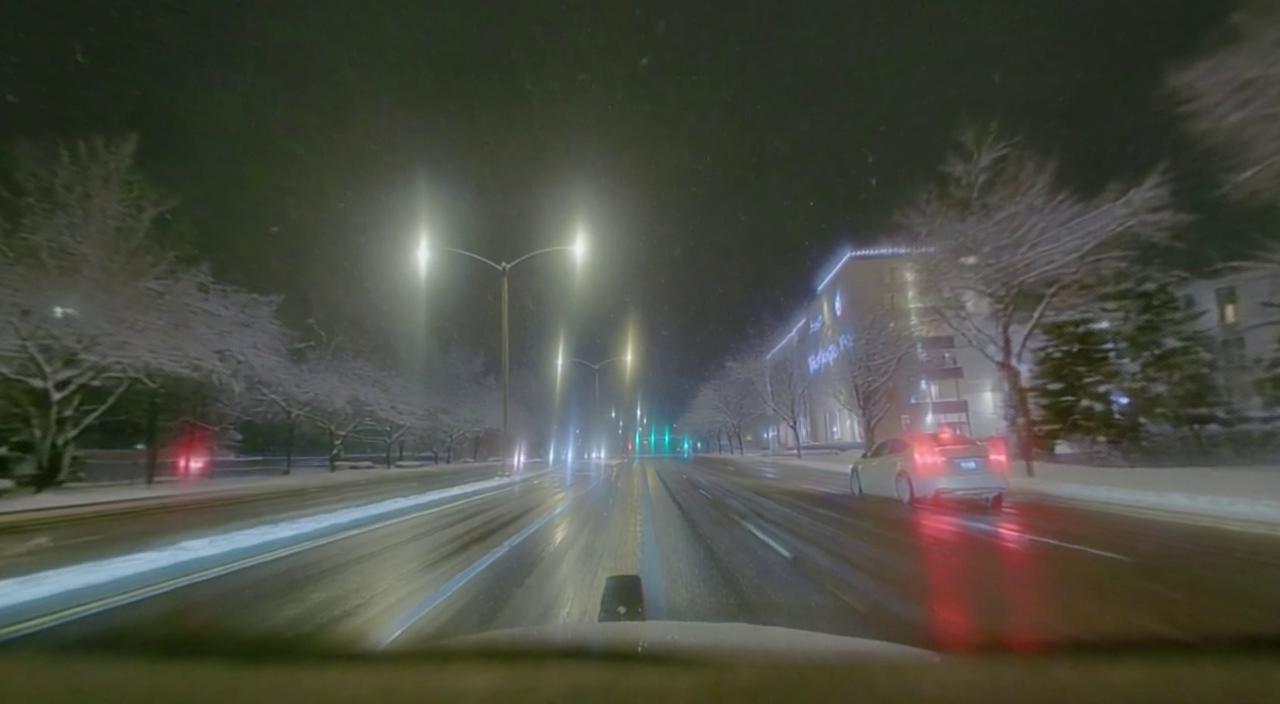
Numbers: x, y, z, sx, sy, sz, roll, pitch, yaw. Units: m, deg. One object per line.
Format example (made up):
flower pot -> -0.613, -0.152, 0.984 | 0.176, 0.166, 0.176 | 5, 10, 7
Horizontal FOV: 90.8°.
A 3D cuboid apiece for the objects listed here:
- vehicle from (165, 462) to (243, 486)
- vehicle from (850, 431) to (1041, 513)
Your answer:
vehicle -> -32.752, 9.124, 47.534 | 1.990, 1.595, 4.310 | -8, -11, 40
vehicle -> 6.527, 2.602, 14.260 | 1.913, 1.504, 4.738 | 0, -8, 0
